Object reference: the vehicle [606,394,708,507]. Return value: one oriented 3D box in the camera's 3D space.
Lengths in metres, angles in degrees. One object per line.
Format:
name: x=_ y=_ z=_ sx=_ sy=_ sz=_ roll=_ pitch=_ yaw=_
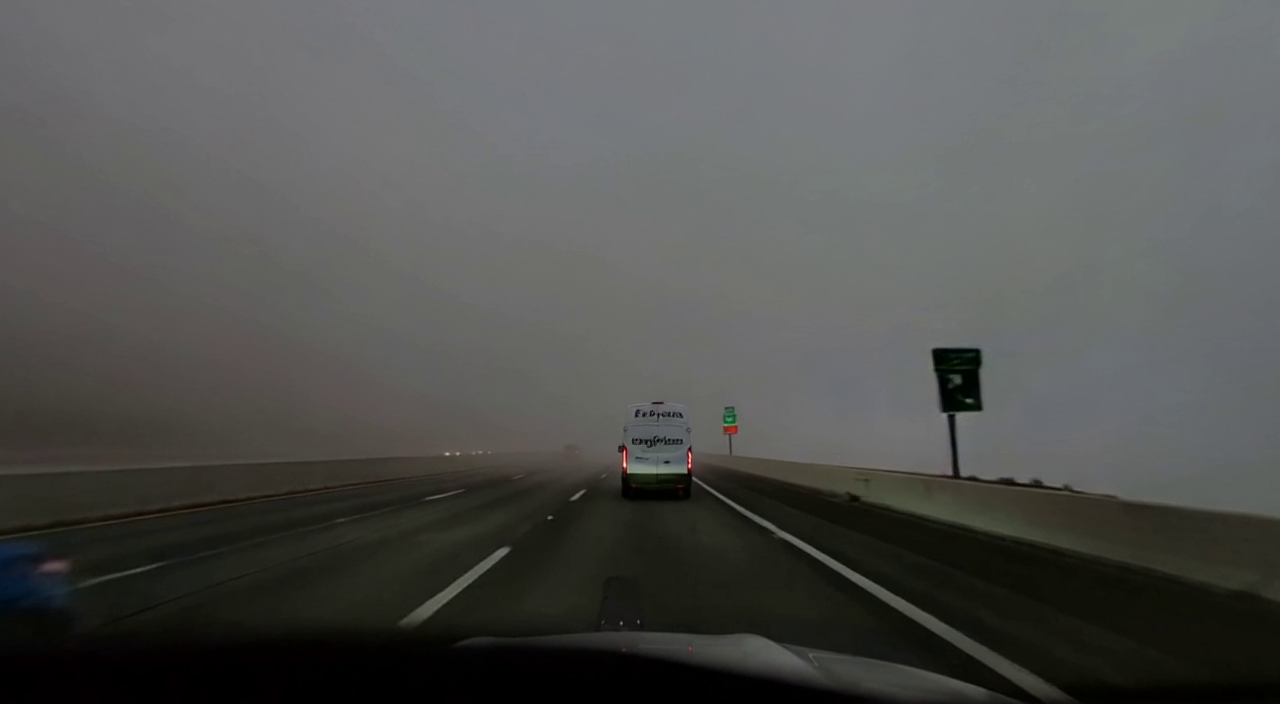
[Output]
vehicle: x=0.317 y=2.667 z=17.250 sx=2.332 sy=2.558 sz=5.314 roll=0 pitch=-9 yaw=-2
